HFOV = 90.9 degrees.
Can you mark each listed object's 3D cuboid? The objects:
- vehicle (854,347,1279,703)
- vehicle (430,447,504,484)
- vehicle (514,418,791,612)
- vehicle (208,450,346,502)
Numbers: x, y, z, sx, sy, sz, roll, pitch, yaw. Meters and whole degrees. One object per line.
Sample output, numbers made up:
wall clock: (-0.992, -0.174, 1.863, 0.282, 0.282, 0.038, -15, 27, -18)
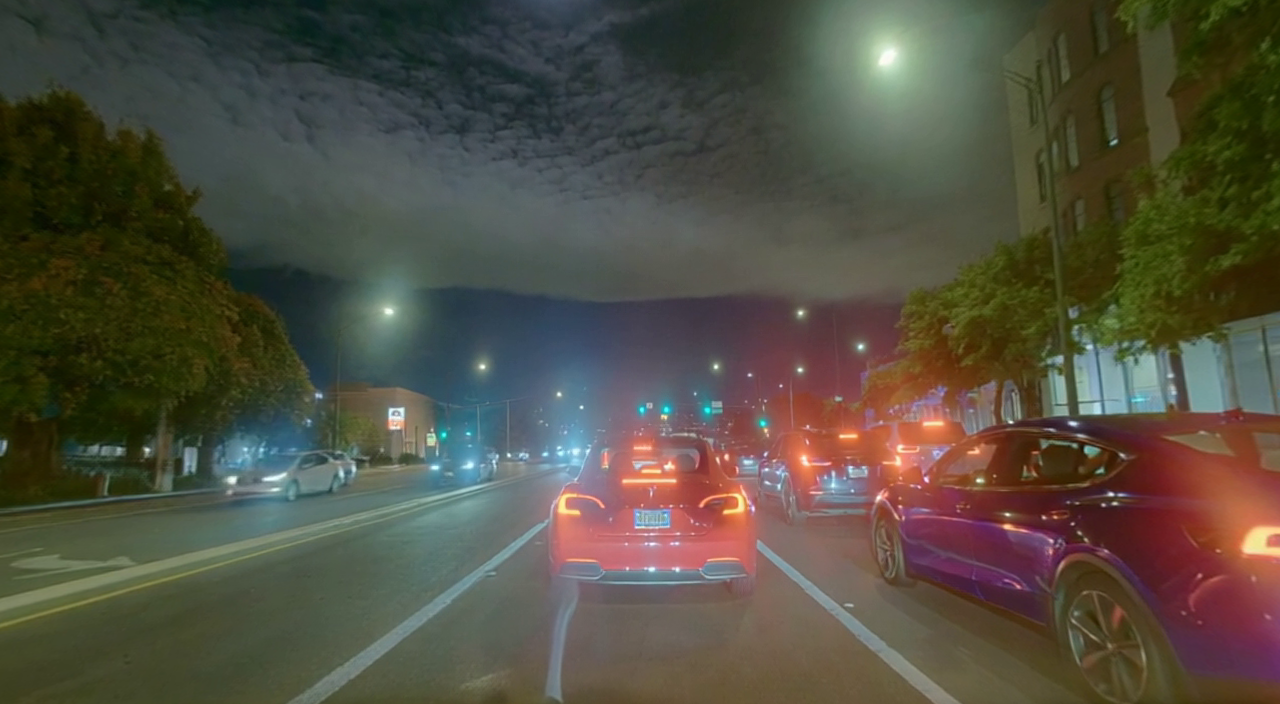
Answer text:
vehicle: (3.192, 1.099, 4.065, 2.038, 1.651, 4.455, 0, -8, 0)
vehicle: (-7.558, 4.985, 27.983, 1.979, 1.490, 4.225, 0, -8, 1)
vehicle: (0.105, 1.559, 6.930, 2.137, 1.488, 3.938, 0, -8, 0)
vehicle: (-11.776, 4.010, 20.878, 1.892, 1.479, 4.355, 0, -8, 1)
